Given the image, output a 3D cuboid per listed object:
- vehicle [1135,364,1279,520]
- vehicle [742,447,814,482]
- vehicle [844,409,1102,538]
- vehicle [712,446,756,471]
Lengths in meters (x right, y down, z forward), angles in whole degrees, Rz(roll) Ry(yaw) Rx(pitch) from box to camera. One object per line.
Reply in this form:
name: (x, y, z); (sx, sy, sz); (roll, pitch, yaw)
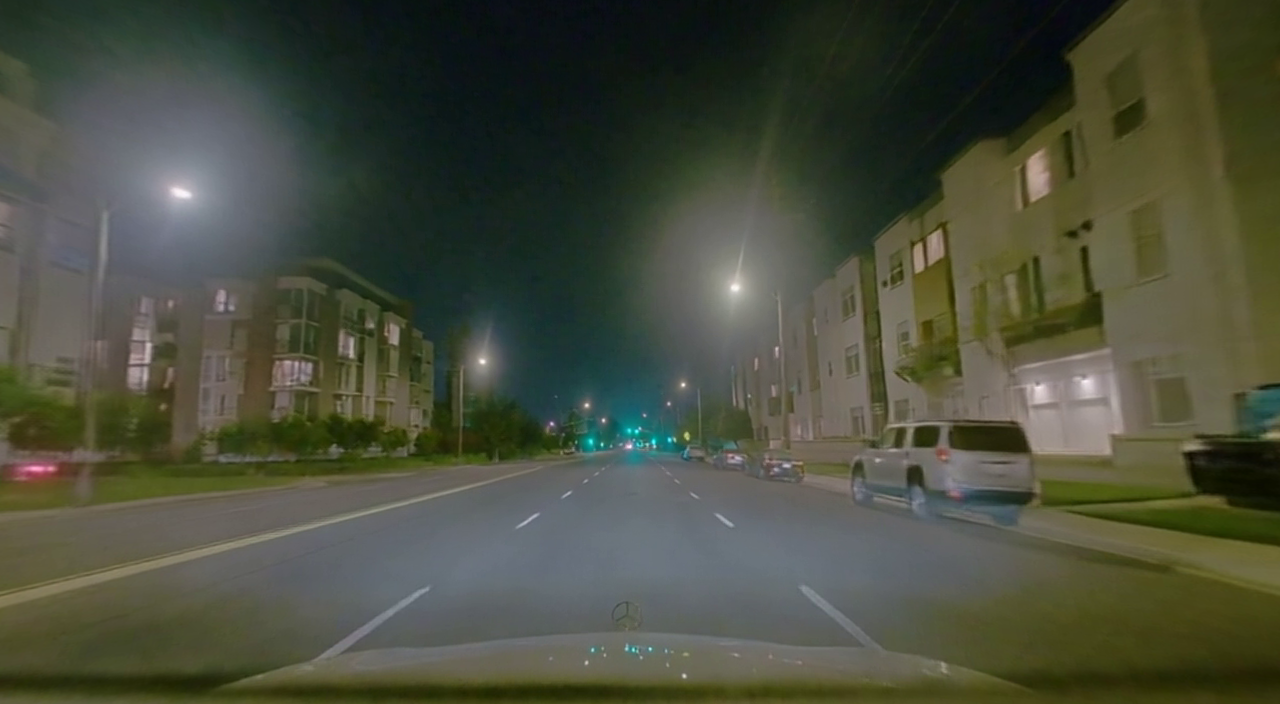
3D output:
vehicle: (11.841, 1.604, 11.335); (1.794, 2.637, 4.533); (-1, -9, -5)
vehicle: (6.068, 5.011, 28.452); (2.013, 1.408, 5.011); (0, -9, -1)
vehicle: (6.315, 2.405, 13.268); (2.267, 2.037, 6.240); (-1, -9, 3)
vehicle: (5.967, 6.790, 40.555); (1.944, 1.478, 4.885); (0, -9, -2)
